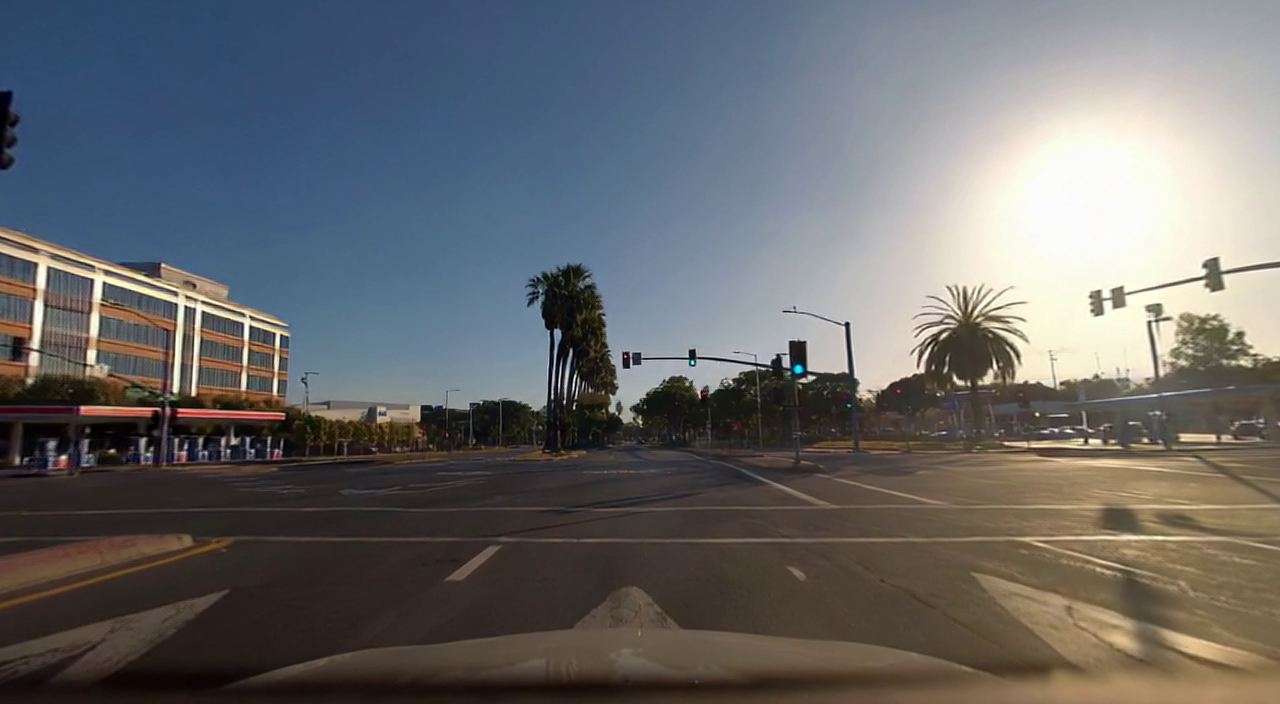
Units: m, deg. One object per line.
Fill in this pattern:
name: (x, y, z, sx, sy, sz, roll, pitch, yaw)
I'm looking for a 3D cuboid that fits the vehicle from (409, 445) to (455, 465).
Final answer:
vehicle: (-16.396, 8.112, 49.897, 2.033, 1.467, 4.504, 0, -8, 1)
